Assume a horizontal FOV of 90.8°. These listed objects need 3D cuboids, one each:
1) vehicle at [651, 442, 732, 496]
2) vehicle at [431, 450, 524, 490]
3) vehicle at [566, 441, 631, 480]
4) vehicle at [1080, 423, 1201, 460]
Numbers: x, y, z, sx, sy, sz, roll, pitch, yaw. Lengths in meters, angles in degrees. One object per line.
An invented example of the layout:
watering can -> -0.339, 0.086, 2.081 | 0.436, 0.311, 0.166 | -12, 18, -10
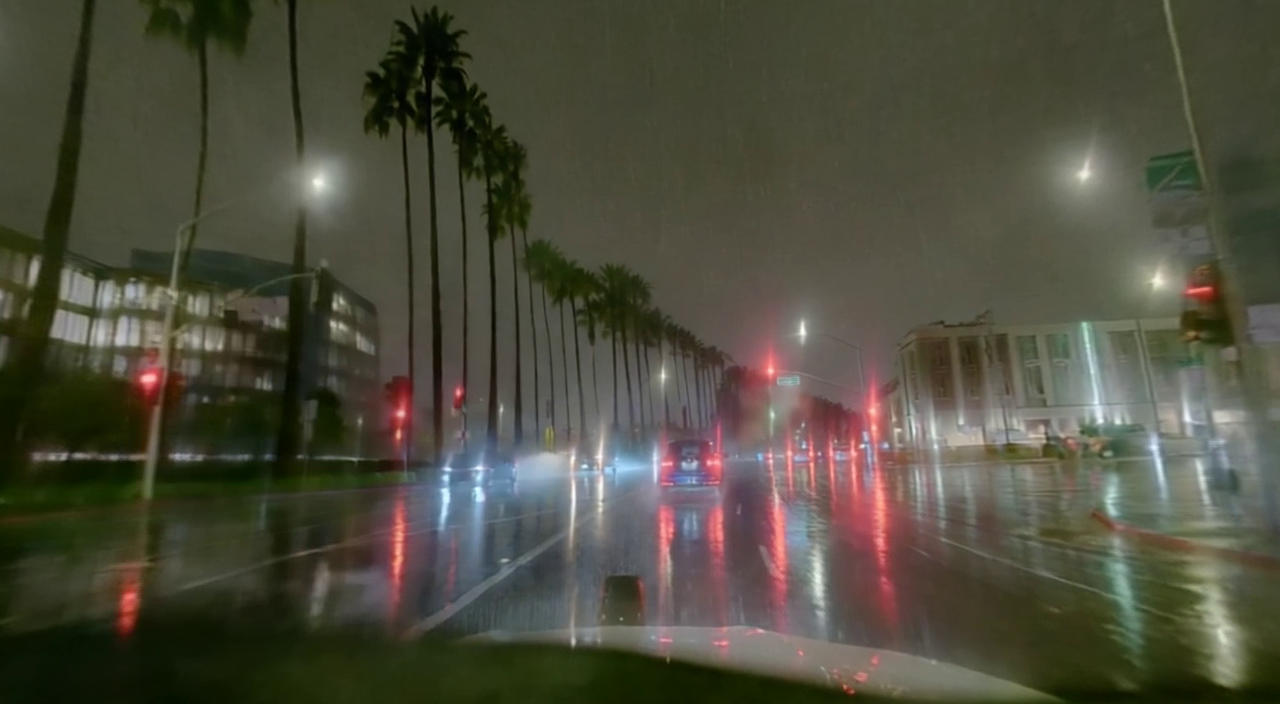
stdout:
vehicle -> 1.714, 3.556, 19.608 | 2.096, 1.492, 4.071 | -2, -9, 10
vehicle -> -6.682, 4.898, 26.638 | 2.012, 1.467, 4.592 | -2, -9, 10
vehicle -> -1.942, 5.278, 30.925 | 2.013, 1.746, 4.366 | -2, -9, 13
vehicle -> 26.859, 4.818, 33.950 | 5.049, 1.861, 2.081 | 1, -9, -9
